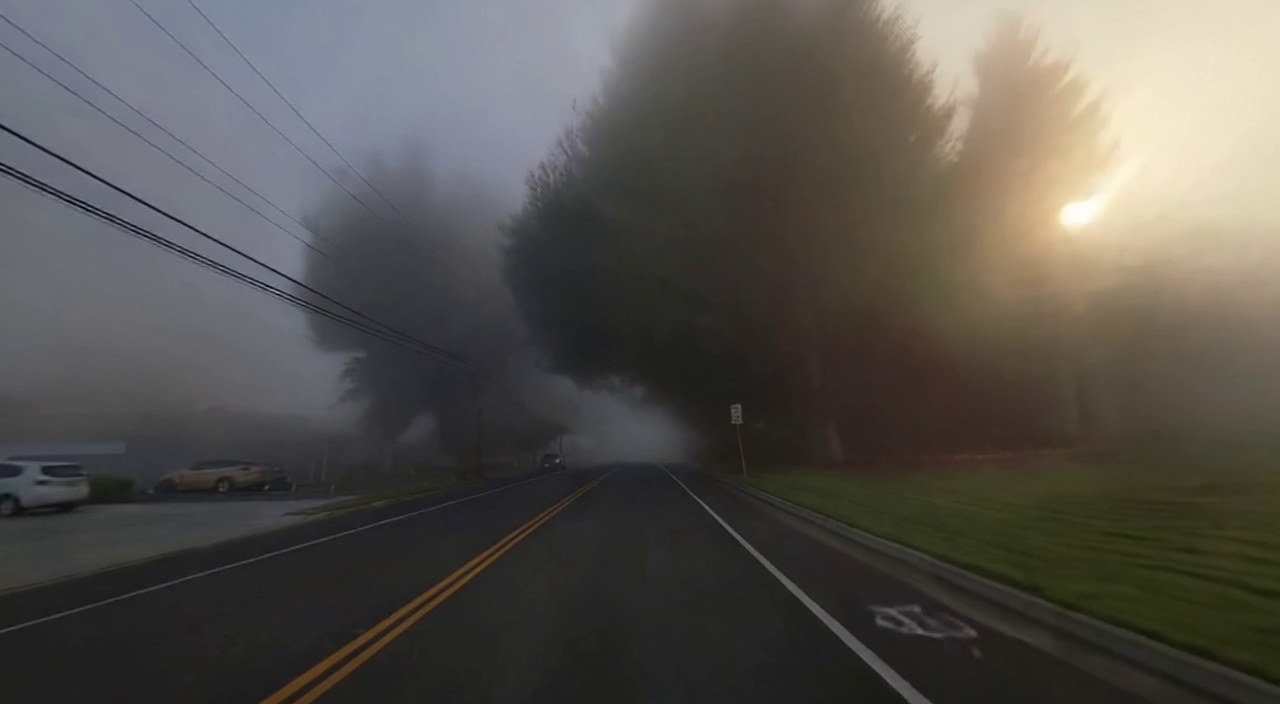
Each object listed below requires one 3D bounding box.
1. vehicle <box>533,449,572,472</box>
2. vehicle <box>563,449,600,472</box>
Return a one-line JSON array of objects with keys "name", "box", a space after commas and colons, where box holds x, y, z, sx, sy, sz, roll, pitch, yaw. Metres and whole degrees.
[{"name": "vehicle", "box": [-6.738, 8.448, 49.118, 2.129, 1.556, 4.778, -4, -9, 2]}, {"name": "vehicle", "box": [-4.004, 7.555, 44.045, 2.033, 1.502, 4.240, 0, -9, 2]}]
